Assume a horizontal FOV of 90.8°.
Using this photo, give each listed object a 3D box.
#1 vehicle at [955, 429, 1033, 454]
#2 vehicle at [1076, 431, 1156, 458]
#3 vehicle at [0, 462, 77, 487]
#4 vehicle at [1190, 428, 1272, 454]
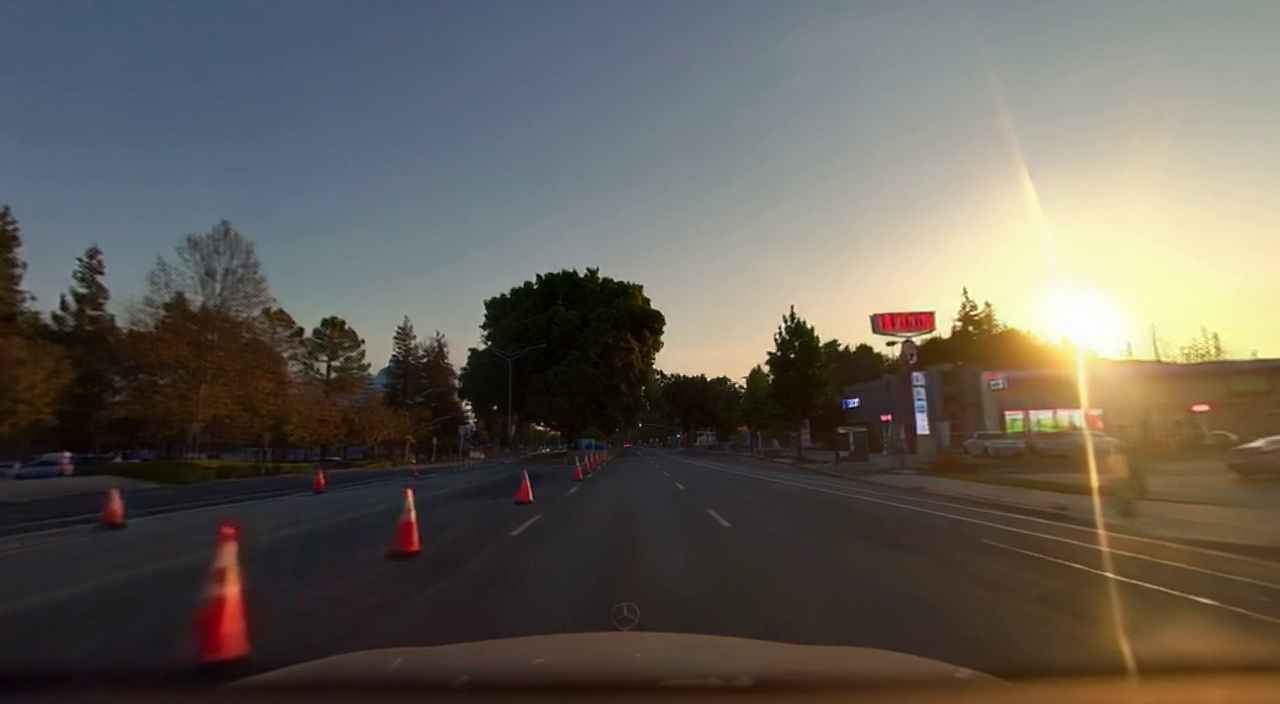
[{"bbox_3d":[20.746,5.262,37.083,3.526,1.430,1.698,0,-8,1],"label":"vehicle"},{"bbox_3d":[29.790,5.814,39.687,1.784,1.567,3.930,-2,-9,-1],"label":"vehicle"},{"bbox_3d":[-39.340,7.905,40.926,1.676,1.381,4.392,0,-8,1],"label":"vehicle"},{"bbox_3d":[38.033,5.701,40.769,1.661,1.428,3.702,-2,-6,0],"label":"vehicle"}]
